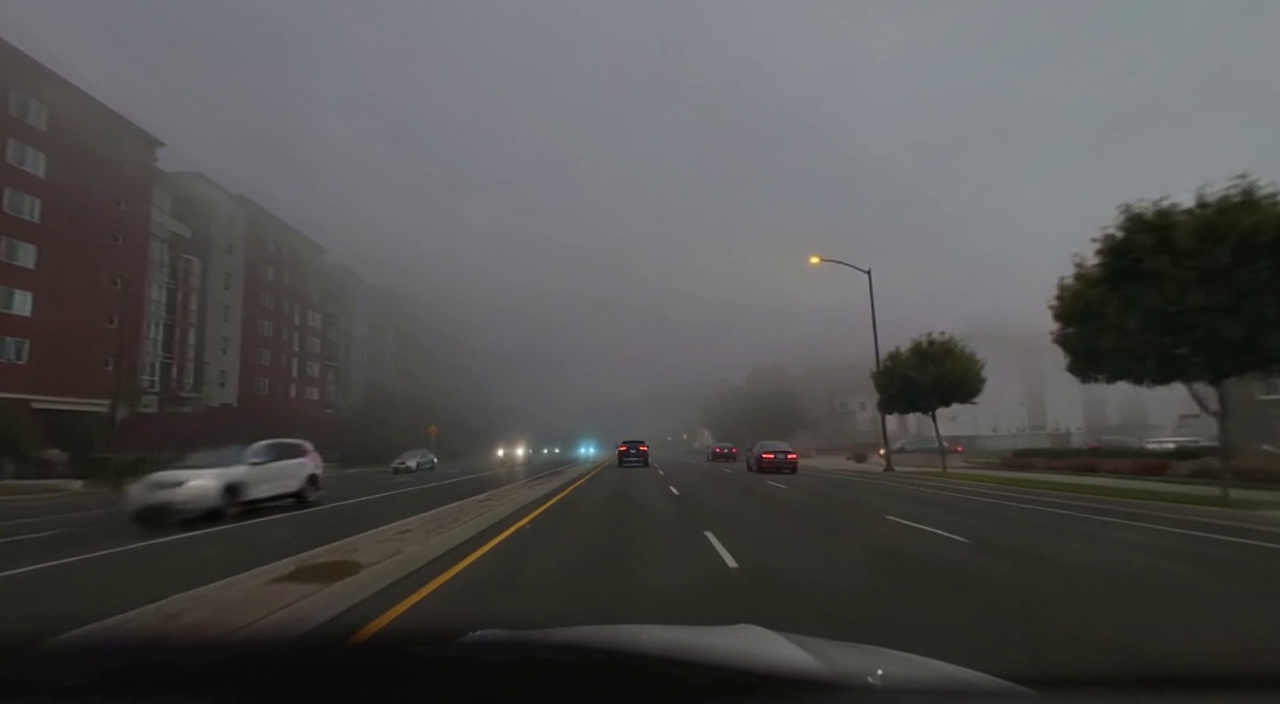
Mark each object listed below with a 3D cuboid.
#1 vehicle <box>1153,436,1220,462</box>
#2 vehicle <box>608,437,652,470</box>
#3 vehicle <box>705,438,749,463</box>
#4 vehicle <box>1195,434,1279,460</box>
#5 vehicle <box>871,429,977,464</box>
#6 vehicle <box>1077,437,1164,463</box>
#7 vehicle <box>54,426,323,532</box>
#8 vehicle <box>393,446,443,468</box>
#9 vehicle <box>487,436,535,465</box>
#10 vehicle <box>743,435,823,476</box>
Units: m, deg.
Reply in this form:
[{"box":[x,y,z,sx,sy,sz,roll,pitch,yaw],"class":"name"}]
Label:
[{"box":[33.596,5.975,38.808,1.932,1.536,3.835,-3,-9,23],"class":"vehicle"},{"box":[-0.500,5.142,32.039,2.106,1.553,3.964,0,-8,-1],"class":"vehicle"},{"box":[5.587,6.407,40.945,2.154,1.554,4.149,0,-8,-2],"class":"vehicle"},{"box":[37.026,5.896,39.026,1.681,1.536,3.704,0,-8,0],"class":"vehicle"},{"box":[17.520,5.843,39.002,5.388,2.082,2.328,1,-9,-5],"class":"vehicle"},{"box":[29.444,6.026,38.766,1.781,1.507,4.628,0,-9,2],"class":"vehicle"},{"box":[-8.590,2.428,12.658,2.013,1.737,4.510,0,-8,0],"class":"vehicle"},{"box":[-16.100,7.635,45.860,1.977,1.514,4.720,0,-8,0],"class":"vehicle"},{"box":[-8.875,6.851,43.739,2.357,1.894,4.864,0,-9,0],"class":"vehicle"},{"box":[5.883,4.329,26.539,2.121,1.557,4.898,0,-8,-2],"class":"vehicle"}]
